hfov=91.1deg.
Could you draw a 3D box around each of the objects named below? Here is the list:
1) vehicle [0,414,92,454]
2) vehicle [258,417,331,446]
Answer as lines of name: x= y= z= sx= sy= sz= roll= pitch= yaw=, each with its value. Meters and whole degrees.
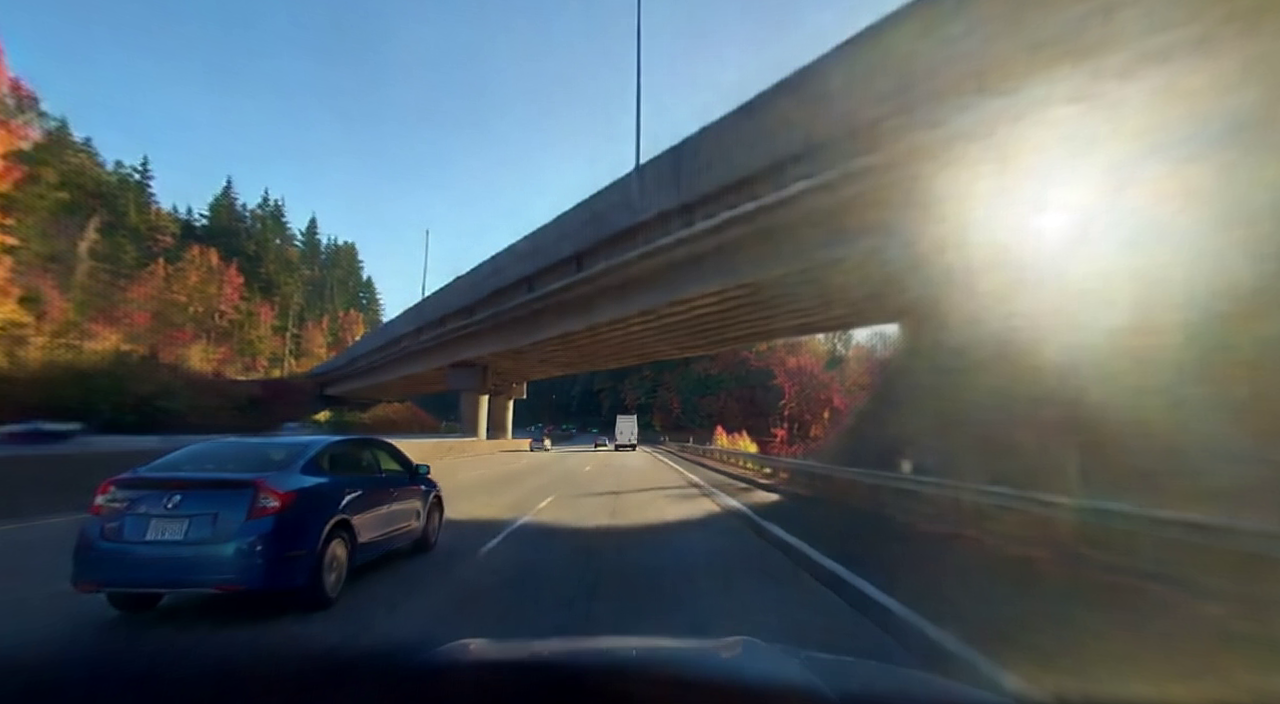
vehicle: x=-24.689 y=3.281 z=25.130 sx=1.905 sy=1.494 sz=4.019 roll=0 pitch=-8 yaw=-1
vehicle: x=-21.076 y=4.887 z=38.564 sx=2.071 sy=1.706 sz=4.159 roll=0 pitch=-8 yaw=0
